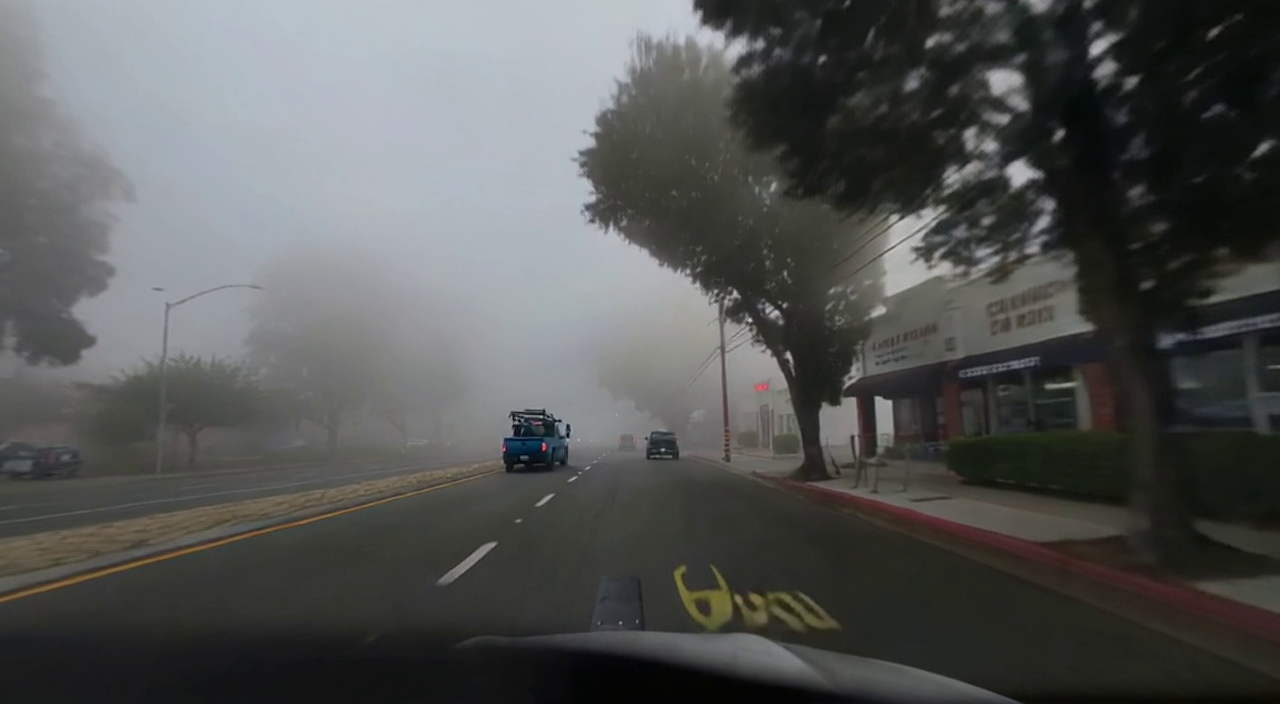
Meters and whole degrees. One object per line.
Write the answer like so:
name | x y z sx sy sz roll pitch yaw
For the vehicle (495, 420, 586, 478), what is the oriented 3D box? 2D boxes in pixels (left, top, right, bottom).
vehicle | -3.304 3.342 22.118 2.464 1.777 5.128 0 -7 -1

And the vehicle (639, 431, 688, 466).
vehicle | 1.035 4.516 29.900 2.103 1.487 4.101 0 -7 0
